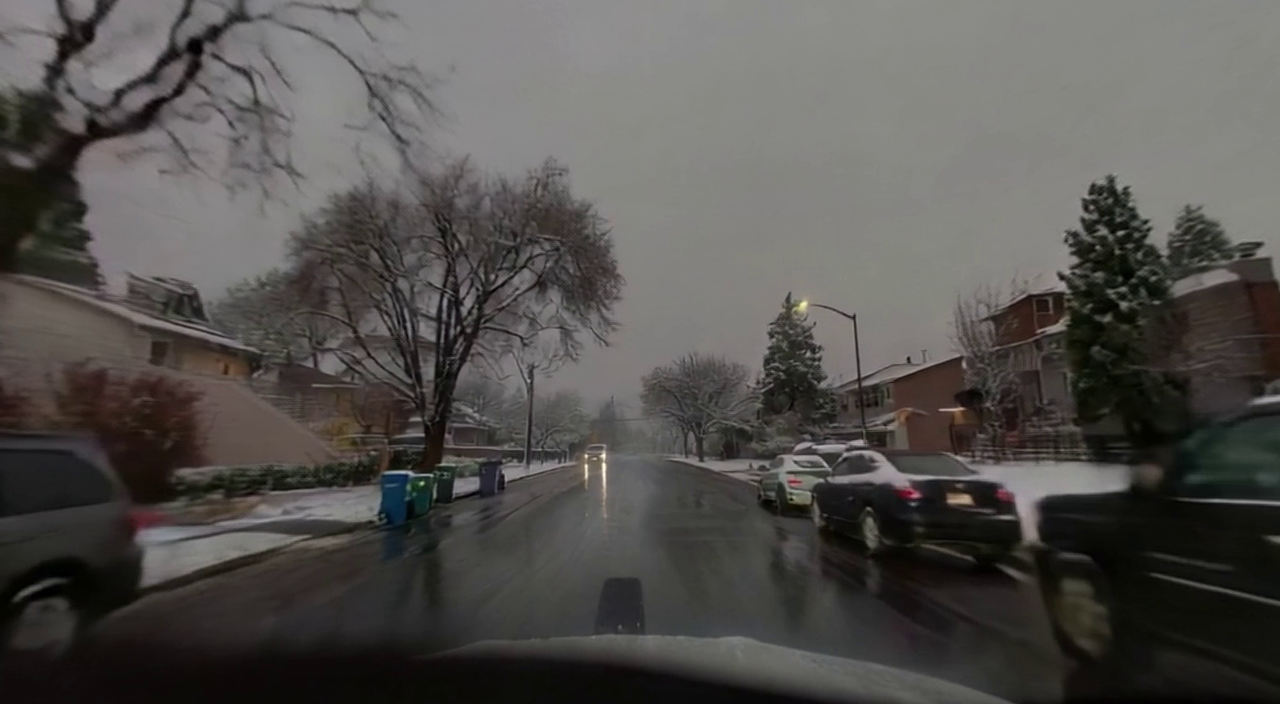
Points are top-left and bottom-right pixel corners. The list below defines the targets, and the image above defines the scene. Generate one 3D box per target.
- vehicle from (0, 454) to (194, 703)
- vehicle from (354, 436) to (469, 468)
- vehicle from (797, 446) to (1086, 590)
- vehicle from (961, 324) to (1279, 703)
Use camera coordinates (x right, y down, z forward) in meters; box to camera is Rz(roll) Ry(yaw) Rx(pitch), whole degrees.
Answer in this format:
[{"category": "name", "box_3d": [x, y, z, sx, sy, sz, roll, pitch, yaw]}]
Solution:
[{"category": "vehicle", "box_3d": [-4.529, 1.143, 2.532, 2.234, 1.377, 4.413, -2, -10, 1]}, {"category": "vehicle", "box_3d": [-13.442, 5.946, 37.505, 5.863, 1.773, 2.451, 0, -9, -3]}, {"category": "vehicle", "box_3d": [3.704, 2.064, 8.789, 1.857, 1.480, 4.201, 0, -8, -1]}, {"category": "vehicle", "box_3d": [3.848, 0.788, 2.238, 2.350, 1.912, 5.696, 0, -8, -1]}]
